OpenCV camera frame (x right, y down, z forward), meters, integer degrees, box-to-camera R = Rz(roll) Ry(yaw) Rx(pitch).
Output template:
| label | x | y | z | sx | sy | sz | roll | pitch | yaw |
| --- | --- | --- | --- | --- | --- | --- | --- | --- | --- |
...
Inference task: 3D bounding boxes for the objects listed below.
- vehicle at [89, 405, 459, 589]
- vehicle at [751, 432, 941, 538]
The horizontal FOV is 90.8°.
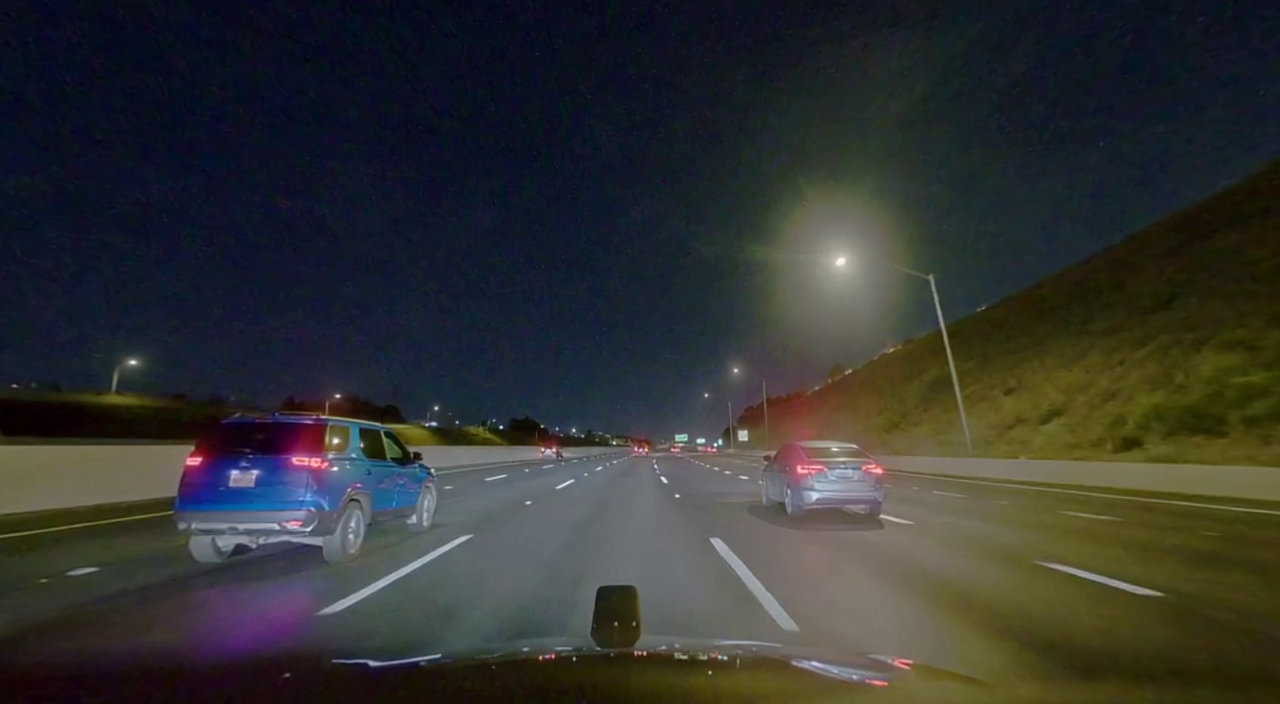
| label | x | y | z | sx | sy | sz | roll | pitch | yaw |
| --- | --- | --- | --- | --- | --- | --- | --- | --- | --- |
| vehicle | -4.110 | 1.715 | 8.334 | 2.047 | 1.715 | 4.689 | 0 | -9 | 0 |
| vehicle | 3.326 | 2.228 | 11.228 | 1.847 | 1.493 | 4.303 | 0 | -9 | -1 |
